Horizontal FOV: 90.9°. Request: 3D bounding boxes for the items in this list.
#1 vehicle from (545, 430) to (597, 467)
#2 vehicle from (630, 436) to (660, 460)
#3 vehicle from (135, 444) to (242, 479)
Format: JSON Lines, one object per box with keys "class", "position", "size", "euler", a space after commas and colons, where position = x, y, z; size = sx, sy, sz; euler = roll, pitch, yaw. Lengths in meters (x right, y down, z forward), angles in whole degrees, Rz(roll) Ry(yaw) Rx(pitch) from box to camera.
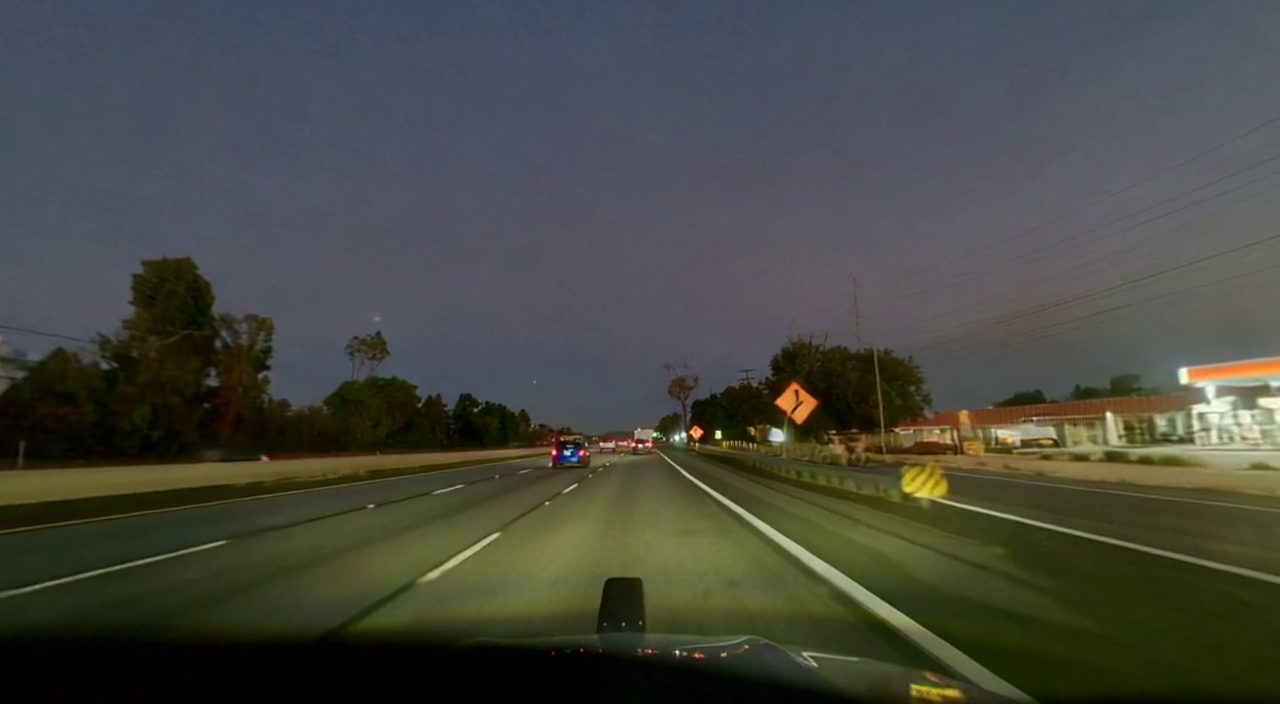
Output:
{"class": "vehicle", "position": [-3.771, 5.383, 35.266], "size": [2.273, 1.884, 4.515], "euler": [0, -8, 1]}
{"class": "vehicle", "position": [0.301, 6.579, 43.343], "size": [1.982, 1.524, 3.800], "euler": [0, -8, -1]}
{"class": "vehicle", "position": [-20.377, 4.933, 28.707], "size": [1.849, 1.481, 4.051], "euler": [0, -8, 0]}
